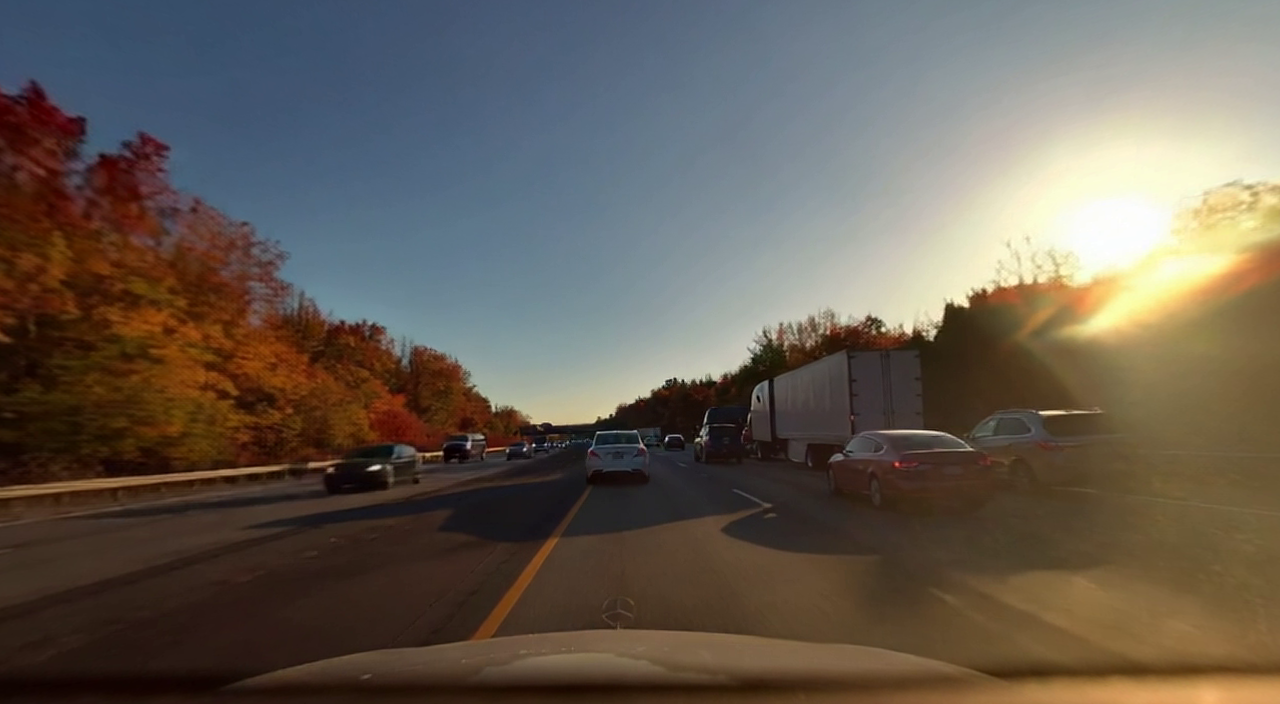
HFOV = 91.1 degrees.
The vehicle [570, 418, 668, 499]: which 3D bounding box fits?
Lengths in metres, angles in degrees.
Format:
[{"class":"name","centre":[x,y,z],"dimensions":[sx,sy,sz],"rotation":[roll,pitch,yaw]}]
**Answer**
[{"class":"vehicle","centre":[-0.488,2.567,15.641],"dimensions":[2.087,1.709,4.455],"rotation":[0,-8,-1]}]

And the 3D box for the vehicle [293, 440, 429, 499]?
[{"class":"vehicle","centre":[-8.397,3.532,19.544],"dimensions":[2.054,1.579,4.792],"rotation":[0,-8,0]}]

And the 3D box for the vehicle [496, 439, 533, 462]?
[{"class":"vehicle","centre":[-8.877,7.001,44.851],"dimensions":[1.872,1.521,3.962],"rotation":[0,-8,0]}]

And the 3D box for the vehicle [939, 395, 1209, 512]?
[{"class":"vehicle","centre":[8.495,2.025,13.039],"dimensions":[2.116,1.965,4.691],"rotation":[0,-8,-2]}]

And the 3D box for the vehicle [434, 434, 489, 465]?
[{"class":"vehicle","centre":[-12.318,6.742,43.806],"dimensions":[2.338,2.059,5.149],"rotation":[0,-8,-1]}]

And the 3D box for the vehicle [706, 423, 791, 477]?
[{"class":"vehicle","centre":[3.638,3.359,21.819],"dimensions":[2.147,1.707,3.963],"rotation":[0,-8,-1]}]

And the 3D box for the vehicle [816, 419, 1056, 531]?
[{"class":"vehicle","centre":[4.628,1.958,10.675],"dimensions":[2.040,1.523,4.068],"rotation":[0,-8,0]}]

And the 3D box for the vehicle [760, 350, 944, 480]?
[{"class":"vehicle","centre":[7.915,2.834,26.506],"dimensions":[2.867,4.066,13.802],"rotation":[0,-7,0]}]
